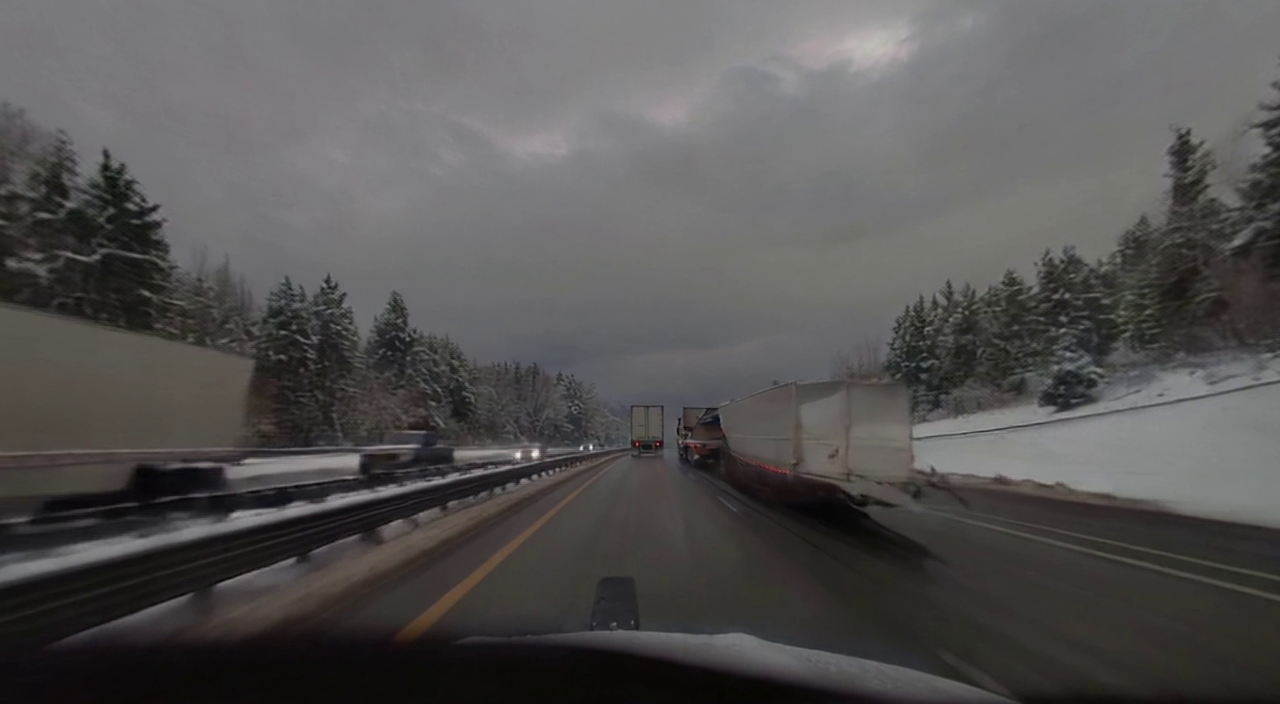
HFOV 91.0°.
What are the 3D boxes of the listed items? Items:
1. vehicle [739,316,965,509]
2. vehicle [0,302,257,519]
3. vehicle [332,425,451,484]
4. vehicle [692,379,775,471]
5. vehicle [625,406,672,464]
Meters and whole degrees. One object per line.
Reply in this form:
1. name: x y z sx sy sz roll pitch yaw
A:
1. vehicle: 4.440 1.534 14.920 2.956 3.604 6.277 0 -8 -1
2. vehicle: -13.160 1.174 12.134 2.978 3.924 13.663 0 -8 0
3. vehicle: -8.712 3.634 22.641 2.294 1.856 4.734 0 -8 0
4. vehicle: 4.490 3.832 32.163 2.860 4.036 8.586 0 -8 0
5. vehicle: 0.454 5.277 39.747 2.644 3.247 7.454 0 -8 0
